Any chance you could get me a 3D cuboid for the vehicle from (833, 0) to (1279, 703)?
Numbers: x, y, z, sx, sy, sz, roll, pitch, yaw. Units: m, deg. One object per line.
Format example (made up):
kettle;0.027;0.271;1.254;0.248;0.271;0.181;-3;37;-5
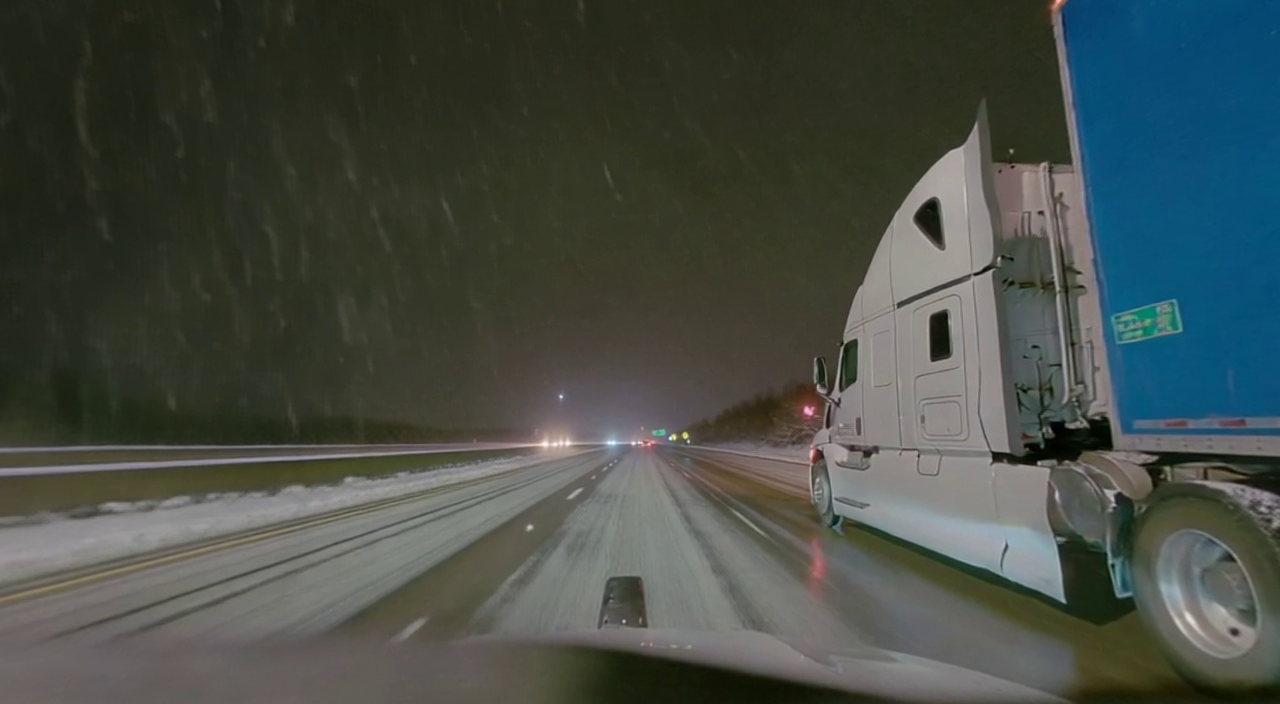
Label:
vehicle;3.621;-0.224;2.102;3.012;3.768;8.945;0;-8;0
